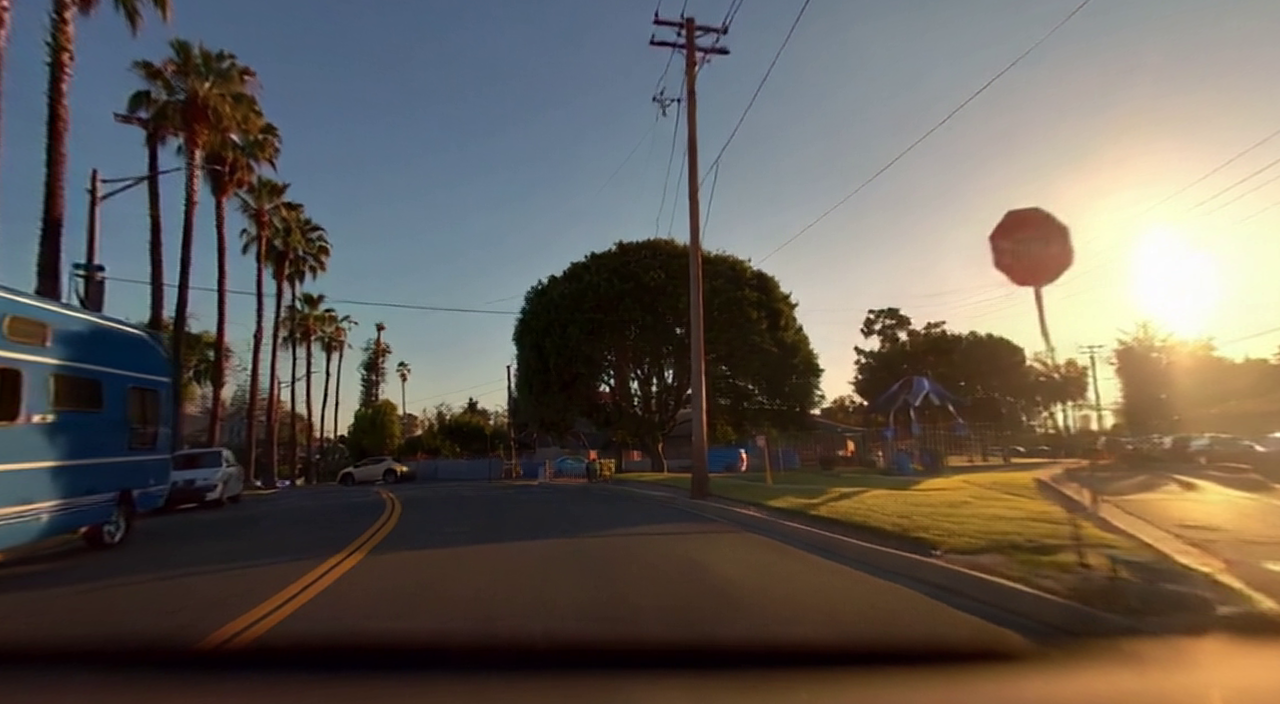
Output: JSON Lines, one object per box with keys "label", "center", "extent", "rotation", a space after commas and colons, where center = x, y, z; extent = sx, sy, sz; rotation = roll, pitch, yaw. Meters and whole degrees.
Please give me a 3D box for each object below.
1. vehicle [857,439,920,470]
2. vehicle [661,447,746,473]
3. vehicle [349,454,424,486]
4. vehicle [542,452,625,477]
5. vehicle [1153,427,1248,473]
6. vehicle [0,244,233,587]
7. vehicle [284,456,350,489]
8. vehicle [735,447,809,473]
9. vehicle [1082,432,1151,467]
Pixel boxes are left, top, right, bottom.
{"label": "vehicle", "center": [18.540, 7.562, 47.012], "extent": [4.994, 1.898, 2.267], "rotation": [4, -7, -41]}
{"label": "vehicle", "center": [3.970, 6.783, 39.769], "extent": [4.952, 1.472, 1.837], "rotation": [2, -7, -13]}
{"label": "vehicle", "center": [-16.795, 7.791, 41.850], "extent": [4.586, 1.784, 1.890], "rotation": [-3, -6, 25]}
{"label": "vehicle", "center": [-3.434, 6.991, 39.229], "extent": [4.966, 1.377, 1.739], "rotation": [0, -6, 1]}
{"label": "vehicle", "center": [26.790, 4.628, 30.402], "extent": [1.974, 1.894, 4.810], "rotation": [-3, -6, 24]}
{"label": "vehicle", "center": [-8.546, 0.682, 6.573], "extent": [3.216, 3.720, 11.364], "rotation": [1, -6, -12]}
{"label": "vehicle", "center": [-23.356, 8.656, 45.602], "extent": [4.844, 1.974, 2.092], "rotation": [-5, -7, 33]}
{"label": "vehicle", "center": [8.658, 7.033, 41.336], "extent": [4.461, 1.417, 1.781], "rotation": [2, -5, -21]}
{"label": "vehicle", "center": [31.180, 6.335, 41.518], "extent": [2.094, 1.992, 4.941], "rotation": [-3, -6, 19]}
